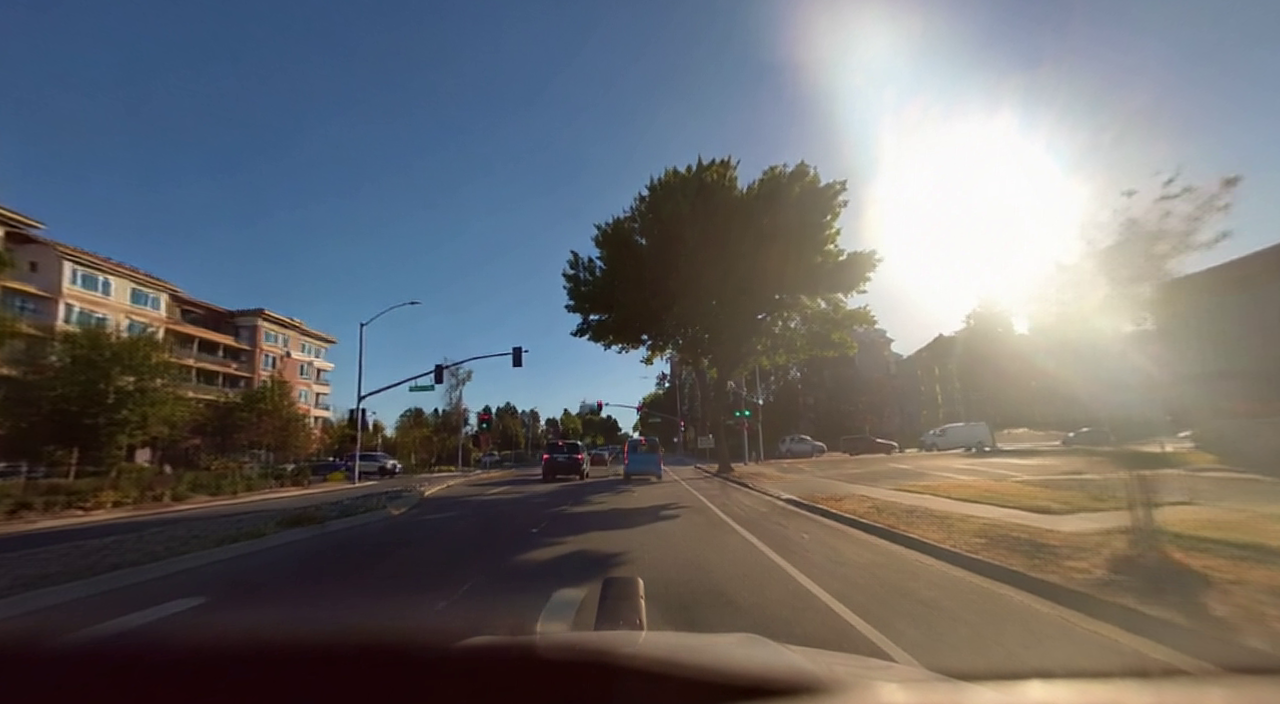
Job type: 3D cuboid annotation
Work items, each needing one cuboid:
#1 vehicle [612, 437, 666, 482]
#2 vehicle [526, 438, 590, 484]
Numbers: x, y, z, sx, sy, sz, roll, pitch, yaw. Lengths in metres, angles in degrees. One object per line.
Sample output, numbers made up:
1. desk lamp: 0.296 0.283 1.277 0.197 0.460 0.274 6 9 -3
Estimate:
1. vehicle: -0.094 4.562 27.082 2.088 1.735 4.801 0 -9 -1
2. vehicle: -3.299 4.506 26.383 2.097 1.755 4.336 0 -9 0
